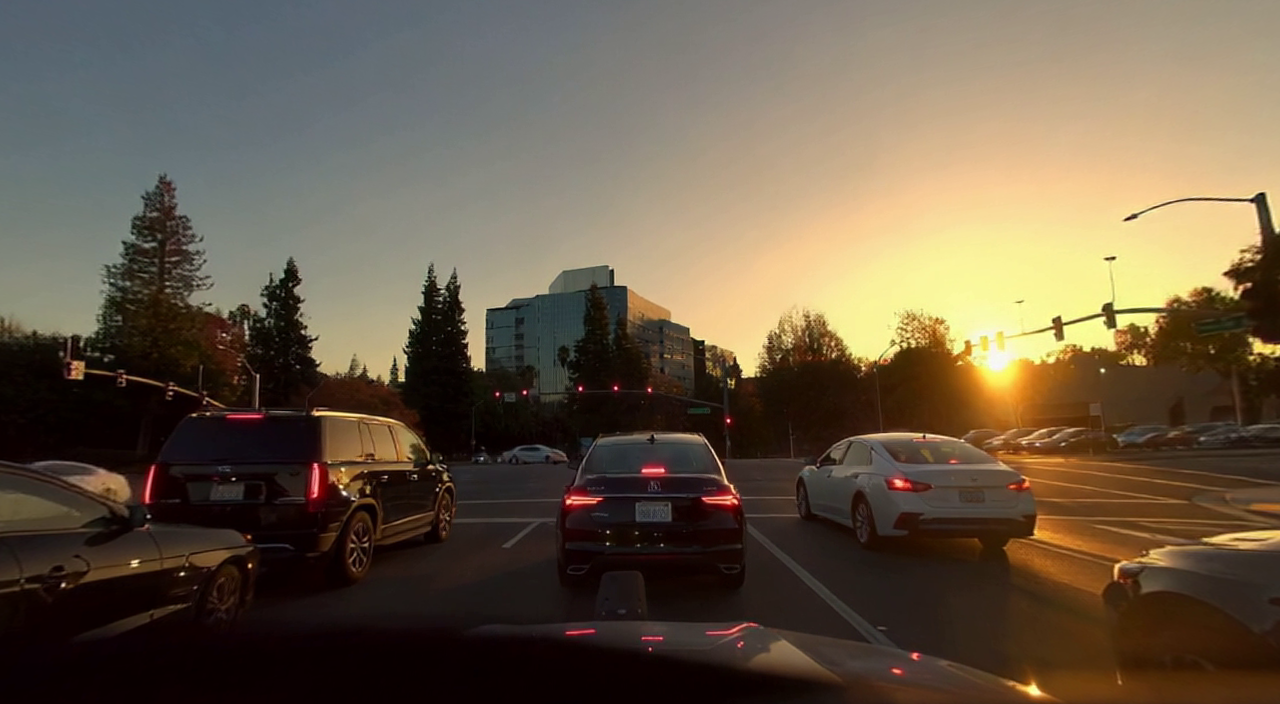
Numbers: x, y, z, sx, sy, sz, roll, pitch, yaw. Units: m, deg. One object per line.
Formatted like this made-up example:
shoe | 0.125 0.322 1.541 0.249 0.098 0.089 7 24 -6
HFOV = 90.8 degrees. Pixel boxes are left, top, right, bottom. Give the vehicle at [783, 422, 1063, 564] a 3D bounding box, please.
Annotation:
vehicle | 3.531 1.839 8.990 1.874 1.487 4.404 0 -9 -1

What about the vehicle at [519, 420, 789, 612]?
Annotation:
vehicle | 0.055 1.591 7.043 2.114 1.482 4.056 0 -9 -2

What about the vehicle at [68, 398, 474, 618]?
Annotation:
vehicle | -3.420 1.527 7.078 1.958 1.693 4.242 0 -9 0

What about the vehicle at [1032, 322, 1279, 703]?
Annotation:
vehicle | 3.227 0.612 1.175 2.178 1.691 4.314 0 -9 0
